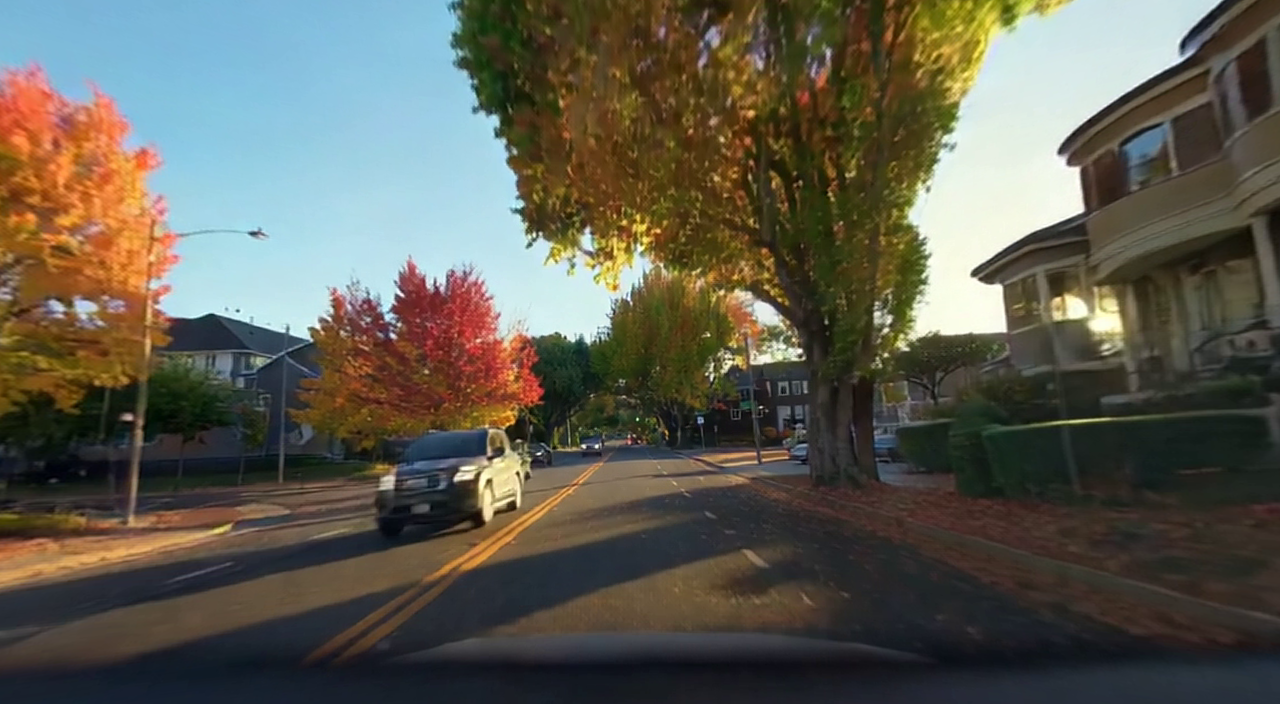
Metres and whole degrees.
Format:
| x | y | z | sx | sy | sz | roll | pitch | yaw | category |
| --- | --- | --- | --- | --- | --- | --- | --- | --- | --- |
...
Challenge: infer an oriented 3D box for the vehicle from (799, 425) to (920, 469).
| x | y | z | sx | sy | sz | roll | pitch | yaw | category |
| --- | --- | --- | --- | --- | --- | --- | --- | --- | --- |
| 9.265 | 4.052 | 27.020 | 4.385 | 1.612 | 2.070 | -3 | -8 | 4 | vehicle |

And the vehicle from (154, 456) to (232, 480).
| x | y | z | sx | sy | sz | roll | pitch | yaw | category |
| --- | --- | --- | --- | --- | --- | --- | --- | --- | --- |
| -31.974 | 8.271 | 45.361 | 1.914 | 1.493 | 4.248 | -2 | -9 | 15 | vehicle |

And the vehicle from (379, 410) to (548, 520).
| x | y | z | sx | sy | sz | roll | pitch | yaw | category |
| --- | --- | --- | --- | --- | --- | --- | --- | --- | --- |
| -3.575 | 2.428 | 14.139 | 2.275 | 1.953 | 5.423 | 0 | -8 | -1 | vehicle |

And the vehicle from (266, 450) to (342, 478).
| x | y | z | sx | sy | sz | roll | pitch | yaw | category |
| --- | --- | --- | --- | --- | --- | --- | --- | --- | --- |
| -21.554 | 7.198 | 40.788 | 2.052 | 1.470 | 4.633 | -6 | -9 | 7 | vehicle |
